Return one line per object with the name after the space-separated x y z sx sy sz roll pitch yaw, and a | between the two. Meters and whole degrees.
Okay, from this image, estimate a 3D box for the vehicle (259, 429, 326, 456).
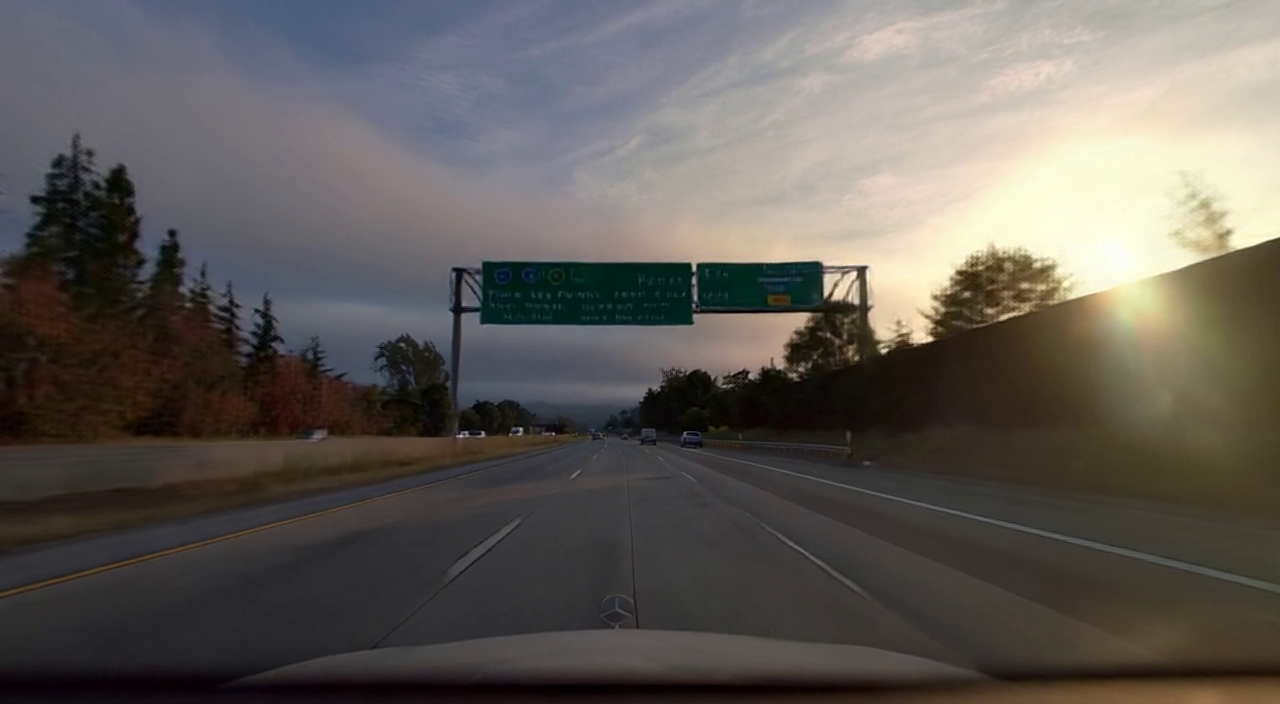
-19.956 5.214 36.367 1.749 1.426 3.790 0 -8 -2 | vehicle
